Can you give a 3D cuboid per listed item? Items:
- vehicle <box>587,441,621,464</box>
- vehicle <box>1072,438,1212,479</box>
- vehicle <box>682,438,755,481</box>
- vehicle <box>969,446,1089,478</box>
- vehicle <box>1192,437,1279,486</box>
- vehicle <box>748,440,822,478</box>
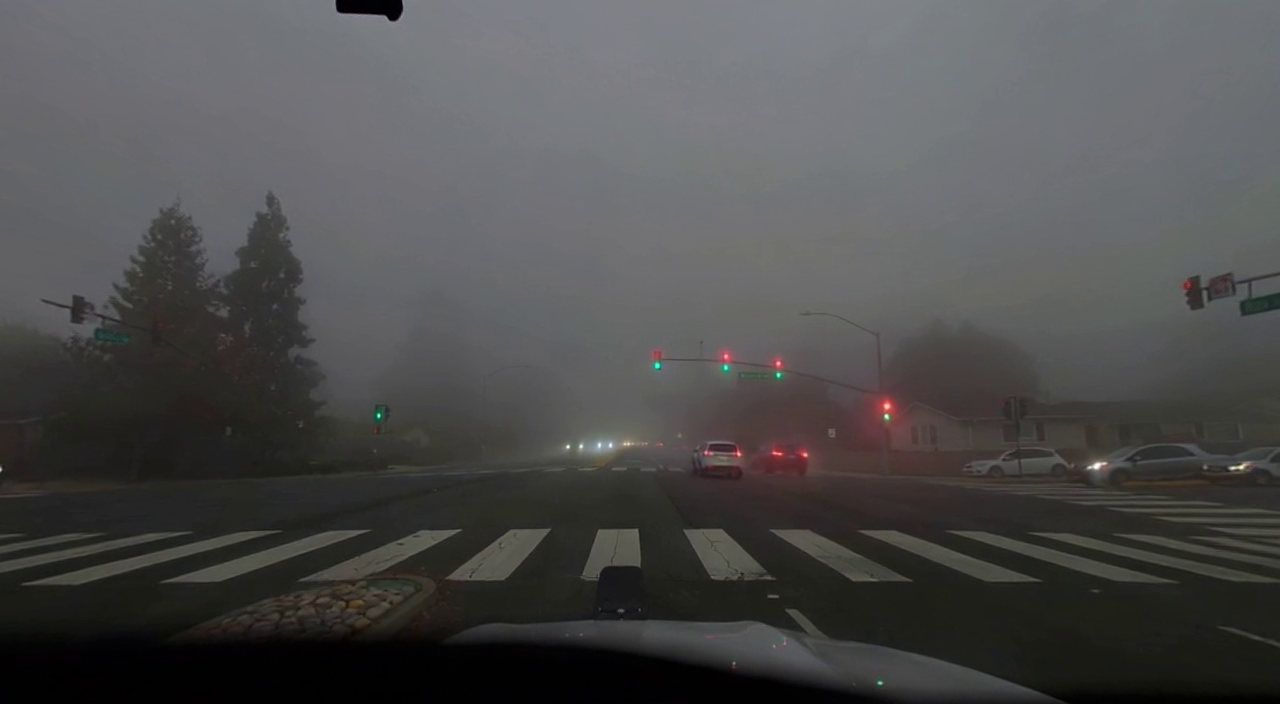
[{"bbox_3d":[-2.364,6.713,42.285,2.045,1.484,3.991,0,-9,0],"label":"vehicle"},{"bbox_3d":[23.523,4.988,29.732,4.807,1.835,2.033,0,-9,-1],"label":"vehicle"},{"bbox_3d":[2.929,4.173,24.759,2.142,1.506,4.948,0,-9,-1],"label":"vehicle"},{"bbox_3d":[19.761,5.605,32.229,4.874,1.544,1.779,0,-9,1],"label":"vehicle"},{"bbox_3d":[23.651,4.040,23.453,4.417,1.725,1.969,0,-9,-1],"label":"vehicle"},{"bbox_3d":[6.255,4.676,27.839,2.074,1.530,4.565,0,-9,-1],"label":"vehicle"}]
